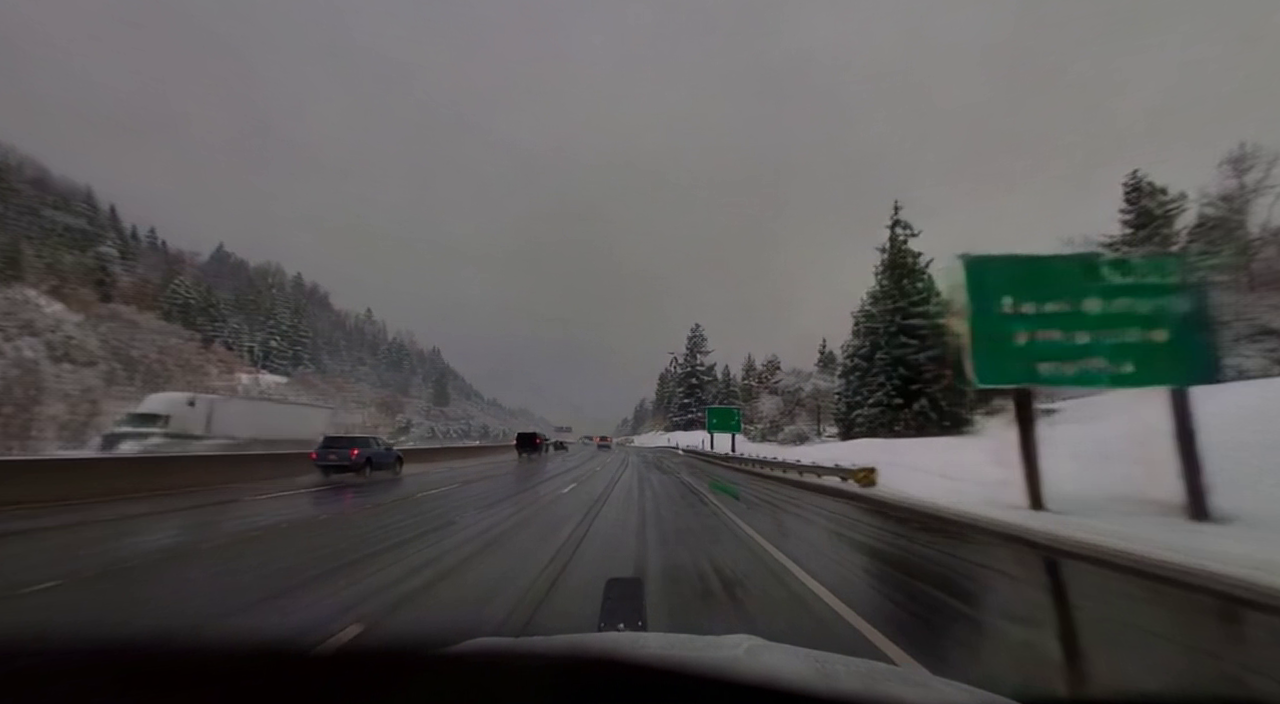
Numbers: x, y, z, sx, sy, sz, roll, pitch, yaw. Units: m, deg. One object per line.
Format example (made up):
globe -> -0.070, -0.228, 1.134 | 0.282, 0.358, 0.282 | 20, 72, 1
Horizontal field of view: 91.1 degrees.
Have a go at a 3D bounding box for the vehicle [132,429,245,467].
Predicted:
vehicle -> -21.708, 4.665, 30.489 | 2.006, 1.682, 4.664 | 0, -8, 0

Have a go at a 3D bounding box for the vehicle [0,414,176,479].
vehicle -> -18.298, 3.057, 20.375 | 2.179, 1.790, 5.517 | 0, -8, 1

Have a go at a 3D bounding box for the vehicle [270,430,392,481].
vehicle -> -10.901, 3.696, 22.581 | 2.001, 1.625, 4.528 | 0, -8, 1
